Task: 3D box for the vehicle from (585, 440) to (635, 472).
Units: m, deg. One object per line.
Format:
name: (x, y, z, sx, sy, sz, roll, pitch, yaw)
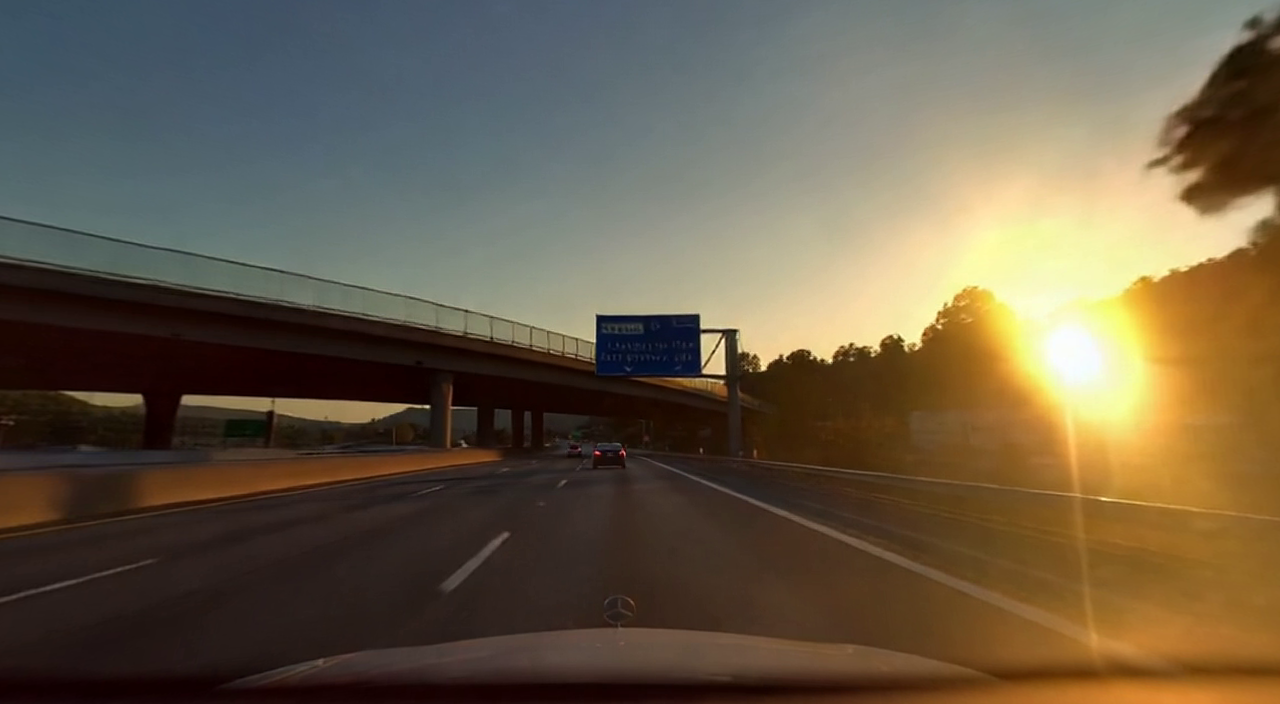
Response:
vehicle: (-1.451, 5.268, 31.832, 2.055, 1.509, 4.255, -1, -9, 4)
